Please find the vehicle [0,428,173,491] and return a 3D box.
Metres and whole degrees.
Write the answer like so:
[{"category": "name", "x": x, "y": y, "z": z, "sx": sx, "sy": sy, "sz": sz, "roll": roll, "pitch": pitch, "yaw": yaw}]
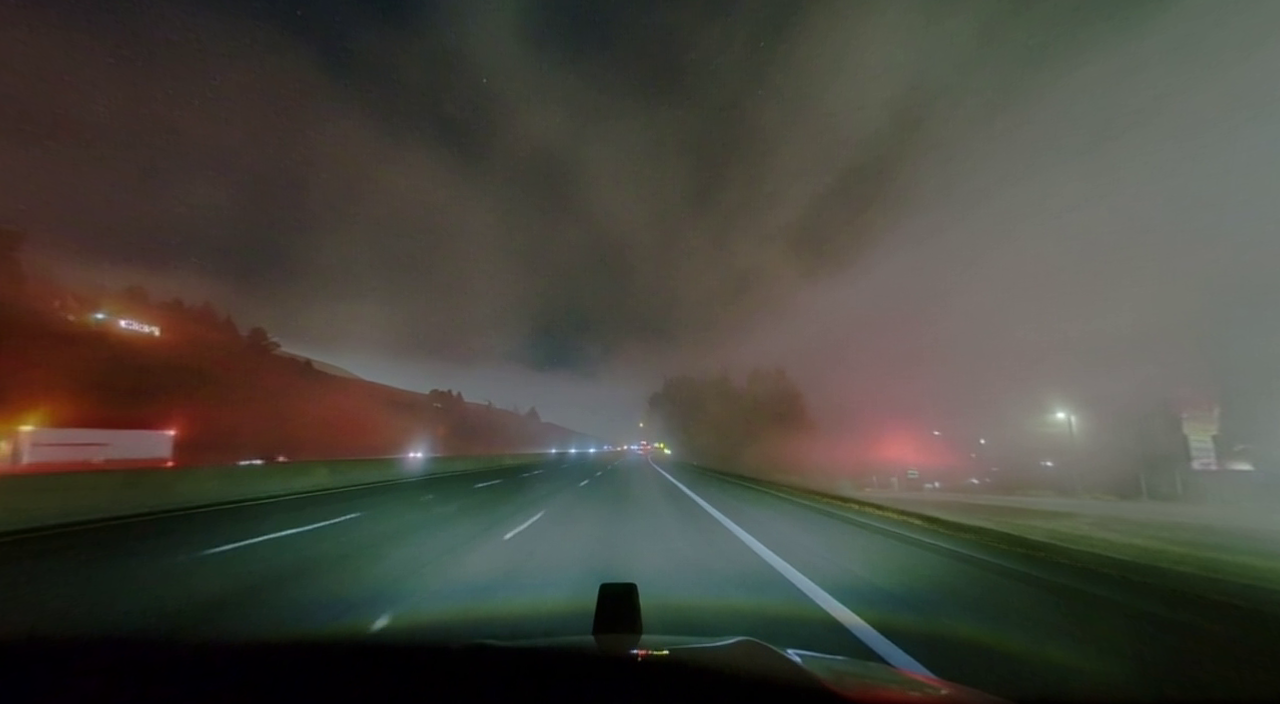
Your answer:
[{"category": "vehicle", "x": -43.663, "y": 8.290, "z": 49.298, "sx": 2.915, "sy": 4.143, "sz": 15.068, "roll": 0, "pitch": -9, "yaw": -1}]
